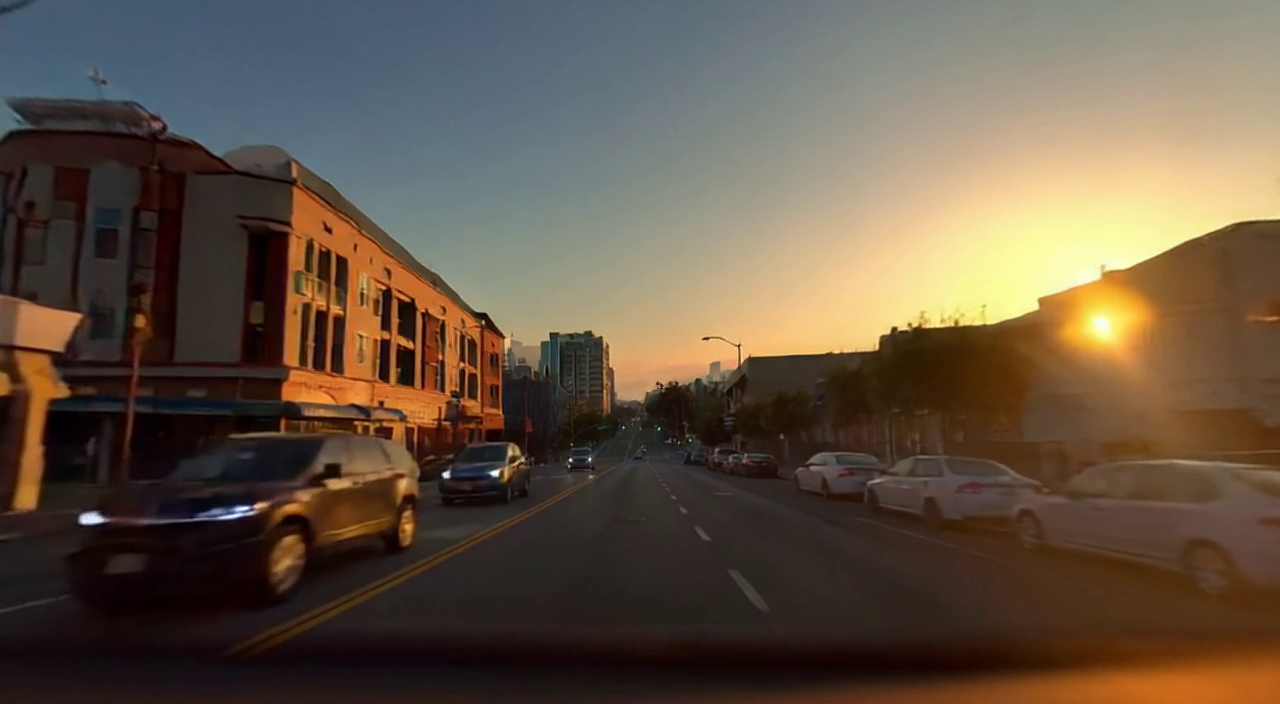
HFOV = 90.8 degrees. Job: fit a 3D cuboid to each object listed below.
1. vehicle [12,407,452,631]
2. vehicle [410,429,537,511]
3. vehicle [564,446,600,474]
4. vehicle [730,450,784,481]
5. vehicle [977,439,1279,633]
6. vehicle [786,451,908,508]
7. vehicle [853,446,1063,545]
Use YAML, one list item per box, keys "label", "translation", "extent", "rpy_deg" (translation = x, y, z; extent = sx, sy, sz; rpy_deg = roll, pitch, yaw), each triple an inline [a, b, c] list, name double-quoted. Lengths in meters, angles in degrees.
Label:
- label: "vehicle"
  translation: [-3.766, 1.590, 7.018]
  extent: [1.914, 1.682, 4.263]
  rpy_deg: [-1, -8, 2]
- label: "vehicle"
  translation: [-4.147, 3.082, 16.617]
  extent: [2.048, 1.761, 4.517]
  rpy_deg: [-2, -10, 1]
- label: "vehicle"
  translation: [-3.841, 7.210, 42.451]
  extent: [1.980, 1.718, 4.120]
  rpy_deg: [0, -8, 0]
- label: "vehicle"
  translation: [6.036, 5.892, 33.130]
  extent: [1.837, 1.482, 4.706]
  rpy_deg: [0, -8, -1]
- label: "vehicle"
  translation: [6.001, 1.742, 6.906]
  extent: [2.054, 1.525, 4.258]
  rpy_deg: [0, -8, -4]
- label: "vehicle"
  translation: [5.953, 3.693, 18.885]
  extent: [1.976, 1.432, 4.812]
  rpy_deg: [0, -8, -1]
- label: "vehicle"
  translation: [5.785, 2.602, 12.286]
  extent: [1.795, 1.524, 4.658]
  rpy_deg: [-1, -8, 2]
